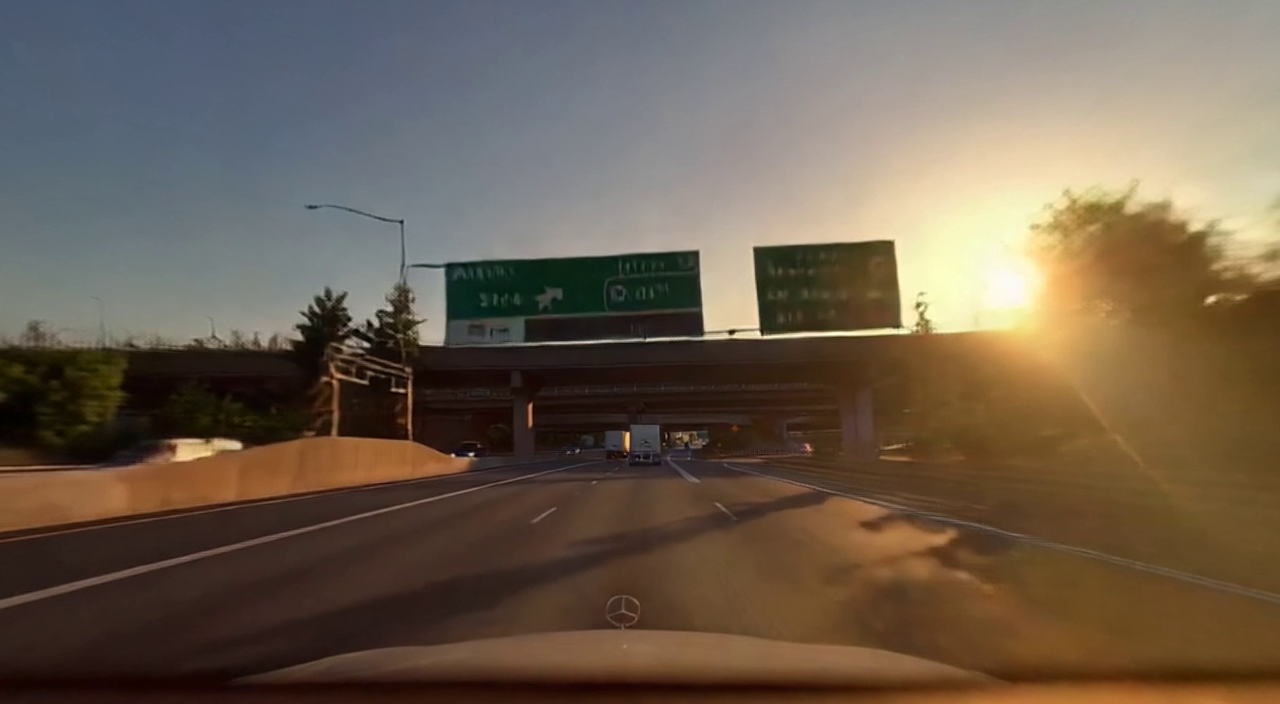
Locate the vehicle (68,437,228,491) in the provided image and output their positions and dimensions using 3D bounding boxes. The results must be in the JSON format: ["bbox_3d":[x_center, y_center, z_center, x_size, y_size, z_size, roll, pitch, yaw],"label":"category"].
[{"bbox_3d":[-22.833,5.232,29.779,2.376,2.238,6.235,-1,-9,1],"label":"vehicle"}]
